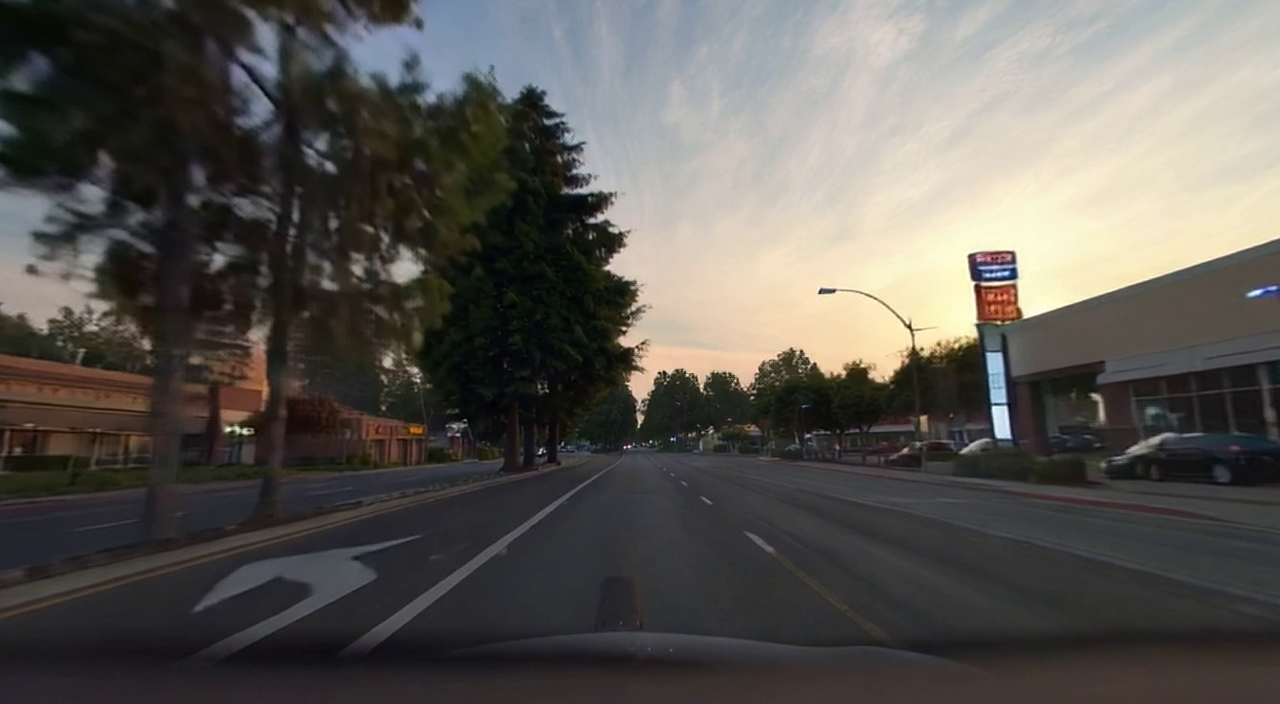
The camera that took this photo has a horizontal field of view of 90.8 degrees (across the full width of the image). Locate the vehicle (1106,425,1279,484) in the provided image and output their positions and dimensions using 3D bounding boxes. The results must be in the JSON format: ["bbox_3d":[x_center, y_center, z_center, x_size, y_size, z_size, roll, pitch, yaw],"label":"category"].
[{"bbox_3d":[17.917,3.196,19.820,4.935,1.753,1.958,0,-9,1],"label":"vehicle"}]

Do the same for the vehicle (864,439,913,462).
[{"bbox_3d":[18.845,7.517,48.102,1.886,1.670,4.562,0,-9,1],"label":"vehicle"}]

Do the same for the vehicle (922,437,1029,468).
[{"bbox_3d":[17.018,5.125,32.223,4.324,1.536,1.947,0,-9,-1],"label":"vehicle"}]
